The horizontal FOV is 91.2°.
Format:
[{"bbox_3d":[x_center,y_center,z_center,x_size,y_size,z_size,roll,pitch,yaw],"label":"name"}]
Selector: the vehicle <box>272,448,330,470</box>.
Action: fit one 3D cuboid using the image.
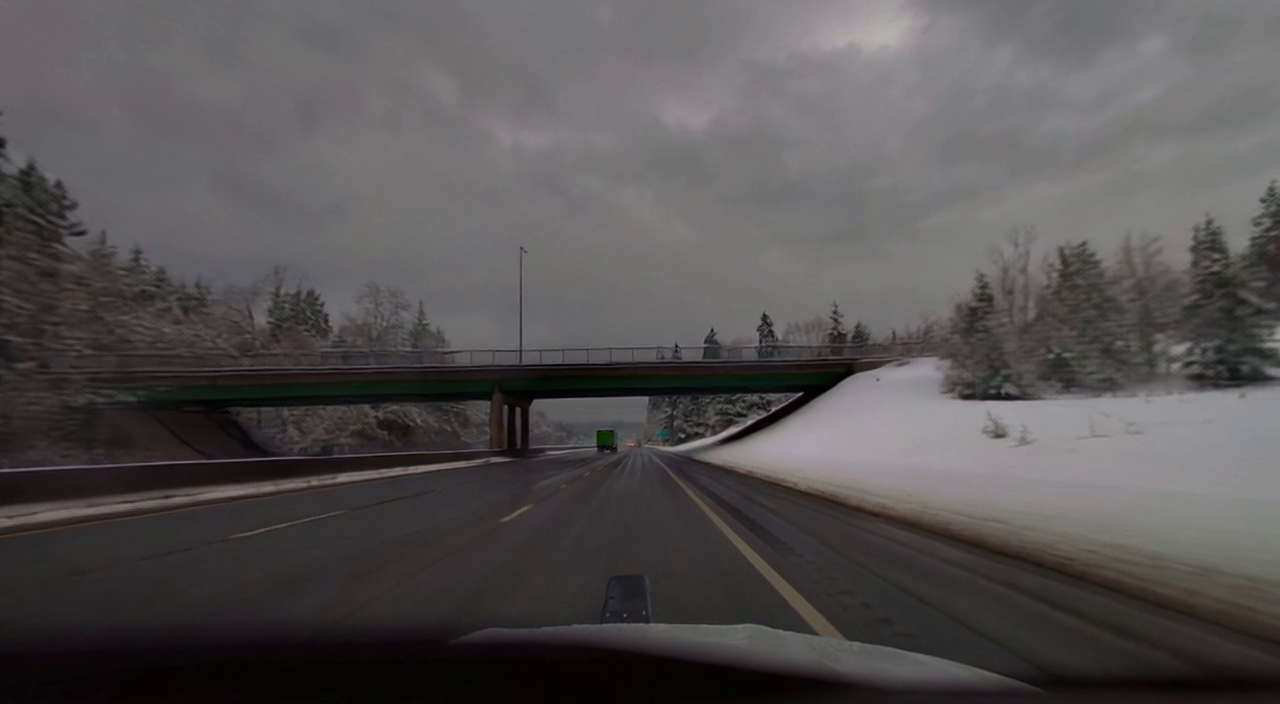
[{"bbox_3d":[-25.284,7.978,46.981,1.815,1.558,4.495,0,-9,1],"label":"vehicle"}]
